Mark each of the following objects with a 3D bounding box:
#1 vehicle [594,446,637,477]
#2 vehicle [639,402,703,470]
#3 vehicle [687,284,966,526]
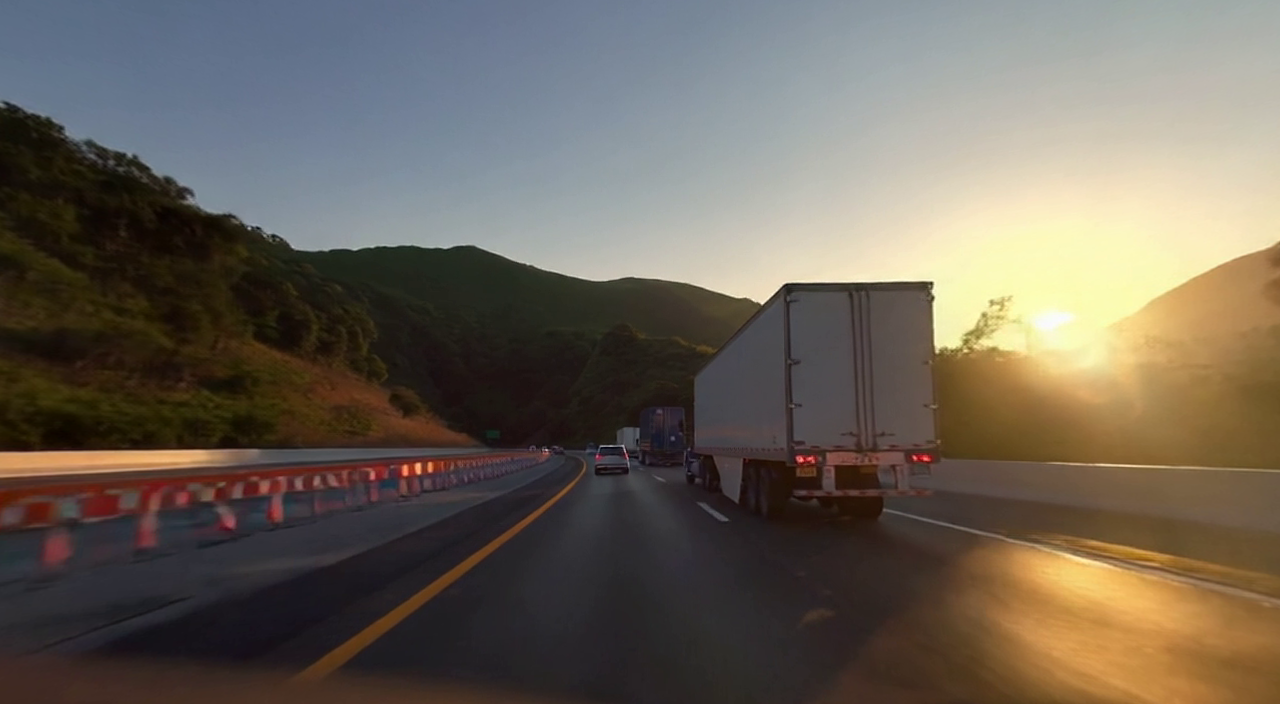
[{"bbox_3d":[-1.272,5.460,31.599,2.029,1.437,3.794,0,-9,-3],"label":"vehicle"},{"bbox_3d":[1.832,6.159,44.939,2.826,4.050,13.845,1,-9,-4],"label":"vehicle"},{"bbox_3d":[3.656,1.972,17.951,2.911,4.099,14.578,0,-9,-2],"label":"vehicle"}]
